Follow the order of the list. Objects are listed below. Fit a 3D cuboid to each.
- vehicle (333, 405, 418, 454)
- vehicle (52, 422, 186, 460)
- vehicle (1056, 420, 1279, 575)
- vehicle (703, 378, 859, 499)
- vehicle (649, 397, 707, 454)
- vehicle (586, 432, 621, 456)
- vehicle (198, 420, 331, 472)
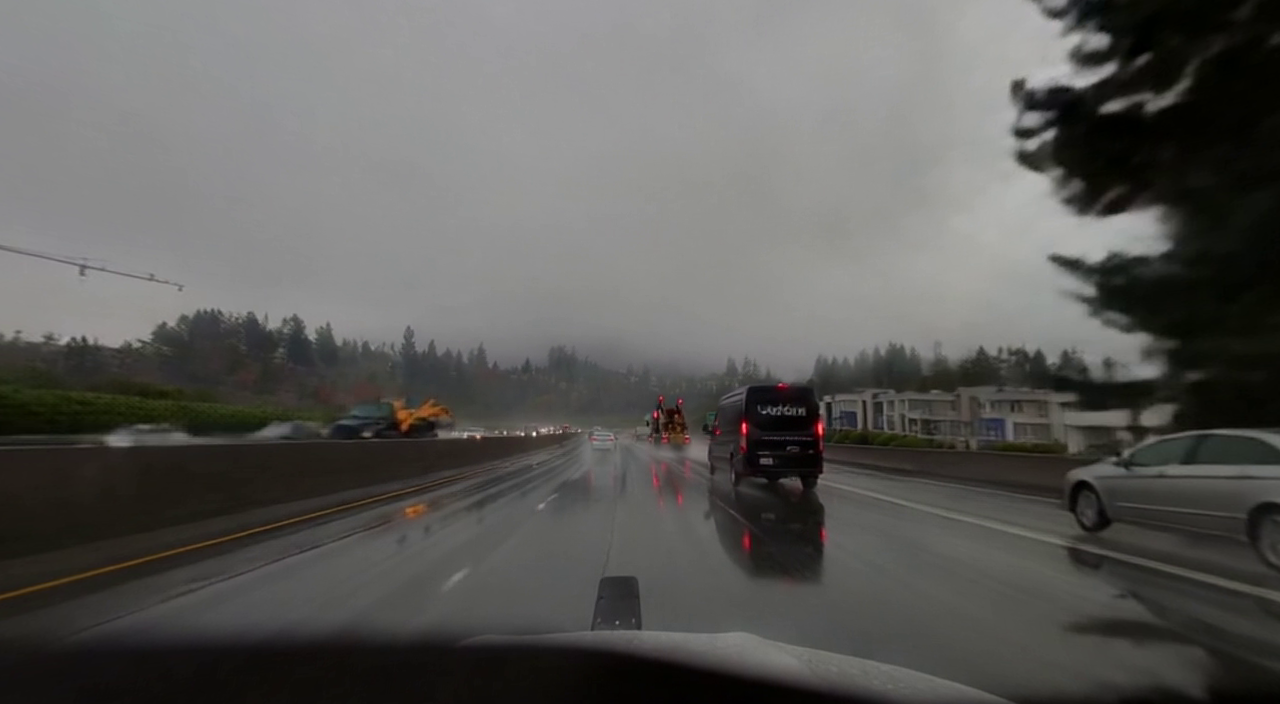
[{"bbox_3d":[-15.305,4.572,36.919,2.541,2.610,5.735,0,-8,-1],"label":"vehicle"},{"bbox_3d":[-21.634,3.721,26.435,1.804,1.442,4.543,0,-8,-1],"label":"vehicle"},{"bbox_3d":[7.153,1.516,6.913,1.925,1.490,4.631,0,-8,-1],"label":"vehicle"},{"bbox_3d":[3.231,2.185,16.122,2.386,2.509,5.880,0,-8,-2],"label":"vehicle"},{"bbox_3d":[2.598,5.524,46.726,2.912,3.738,10.123,0,-8,-5],"label":"vehicle"},{"bbox_3d":[-2.405,6.103,42.143,2.217,1.502,4.222,0,-8,-2],"label":"vehicle"},{"bbox_3d":[-11.672,2.947,19.933,1.781,1.459,4.003,0,-8,-1],"label":"vehicle"}]
